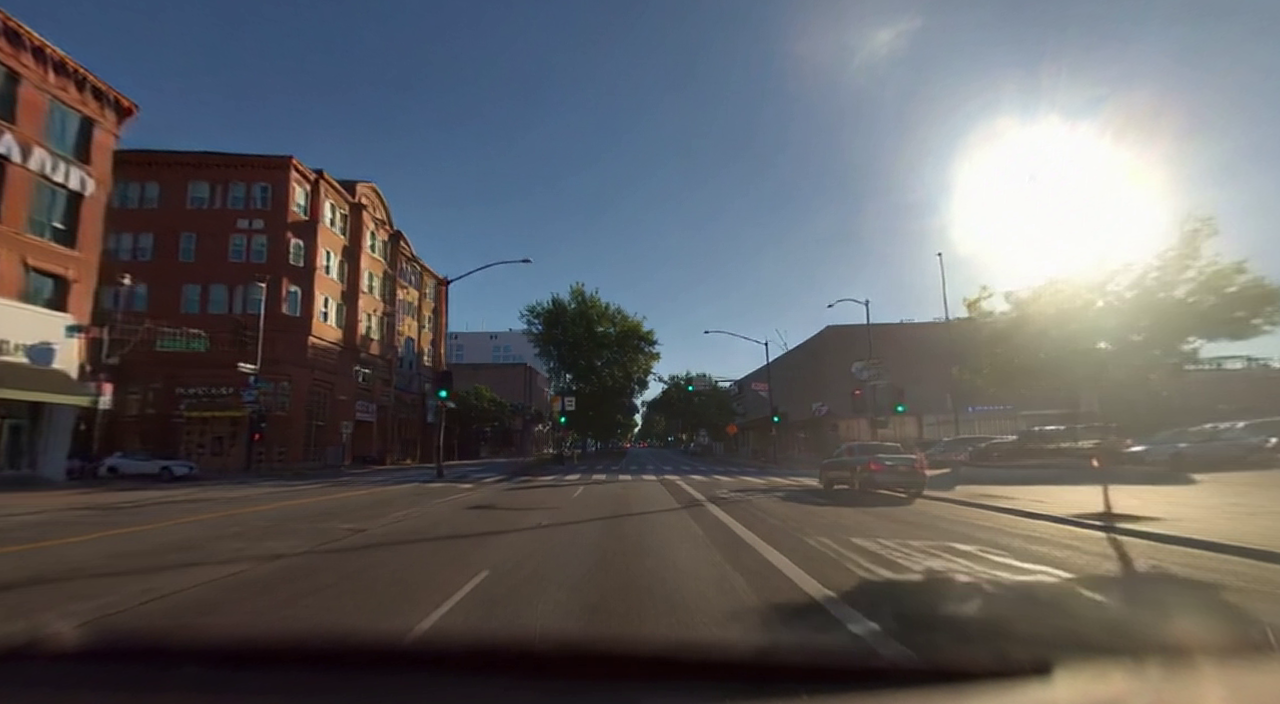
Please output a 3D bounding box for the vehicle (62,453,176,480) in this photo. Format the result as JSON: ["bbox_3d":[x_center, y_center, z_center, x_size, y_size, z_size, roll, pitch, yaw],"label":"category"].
[{"bbox_3d":[-30.219,6.639,36.643,4.686,1.463,2.065,1,-9,-3],"label":"vehicle"}]

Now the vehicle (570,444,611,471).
[{"bbox_3d":[-2.851,6.217,37.246,2.078,1.471,4.217,0,-9,0],"label":"vehicle"}]

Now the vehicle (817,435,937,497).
[{"bbox_3d":[7.234,3.509,19.804,1.950,1.686,4.509,1,-9,-1],"label":"vehicle"}]

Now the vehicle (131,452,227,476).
[{"bbox_3d":[-29.482,7.173,40.297,4.644,1.428,1.814,0,-8,-1],"label":"vehicle"}]
